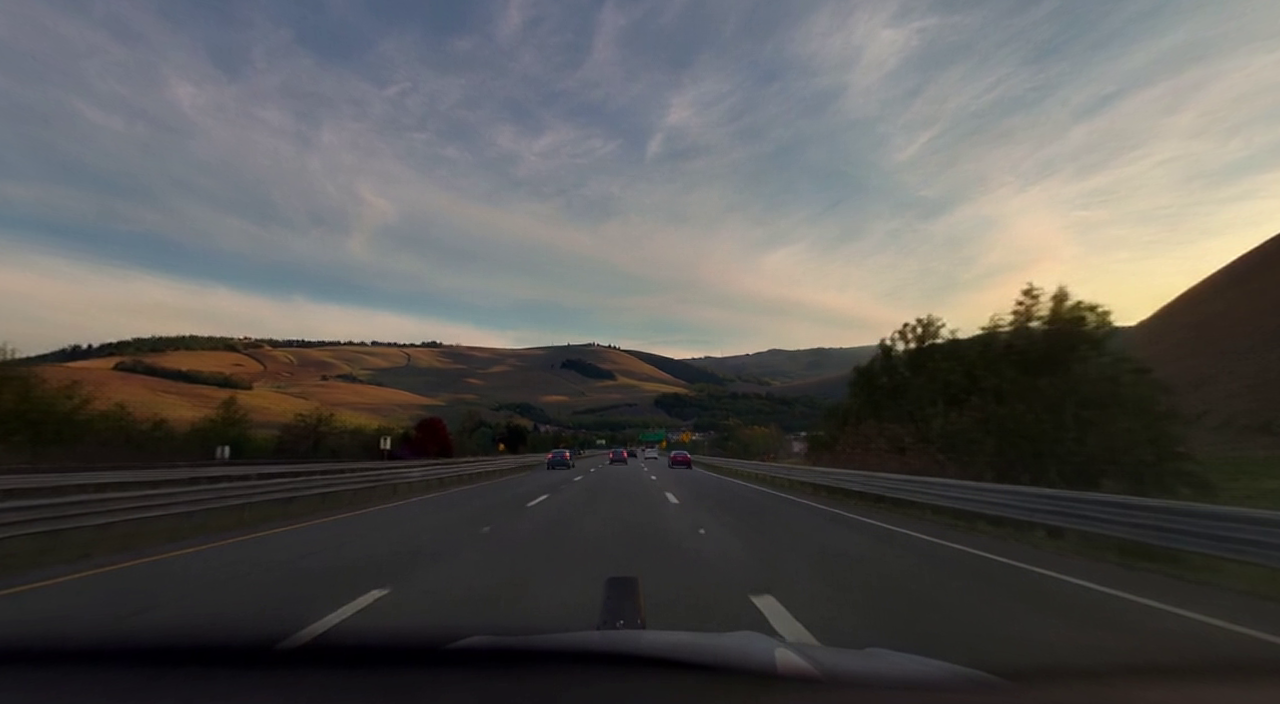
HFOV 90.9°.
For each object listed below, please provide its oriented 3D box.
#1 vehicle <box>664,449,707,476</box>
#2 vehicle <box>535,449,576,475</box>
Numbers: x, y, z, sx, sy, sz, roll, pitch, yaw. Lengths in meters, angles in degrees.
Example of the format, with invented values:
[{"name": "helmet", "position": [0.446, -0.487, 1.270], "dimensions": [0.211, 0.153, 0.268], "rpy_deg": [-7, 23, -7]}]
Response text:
[{"name": "vehicle", "position": [2.584, 6.399, 36.750], "dimensions": [2.019, 1.475, 4.301], "rpy_deg": [0, -9, -2]}, {"name": "vehicle", "position": [-4.972, 6.524, 37.516], "dimensions": [1.955, 1.468, 3.637], "rpy_deg": [0, -9, 0]}]
